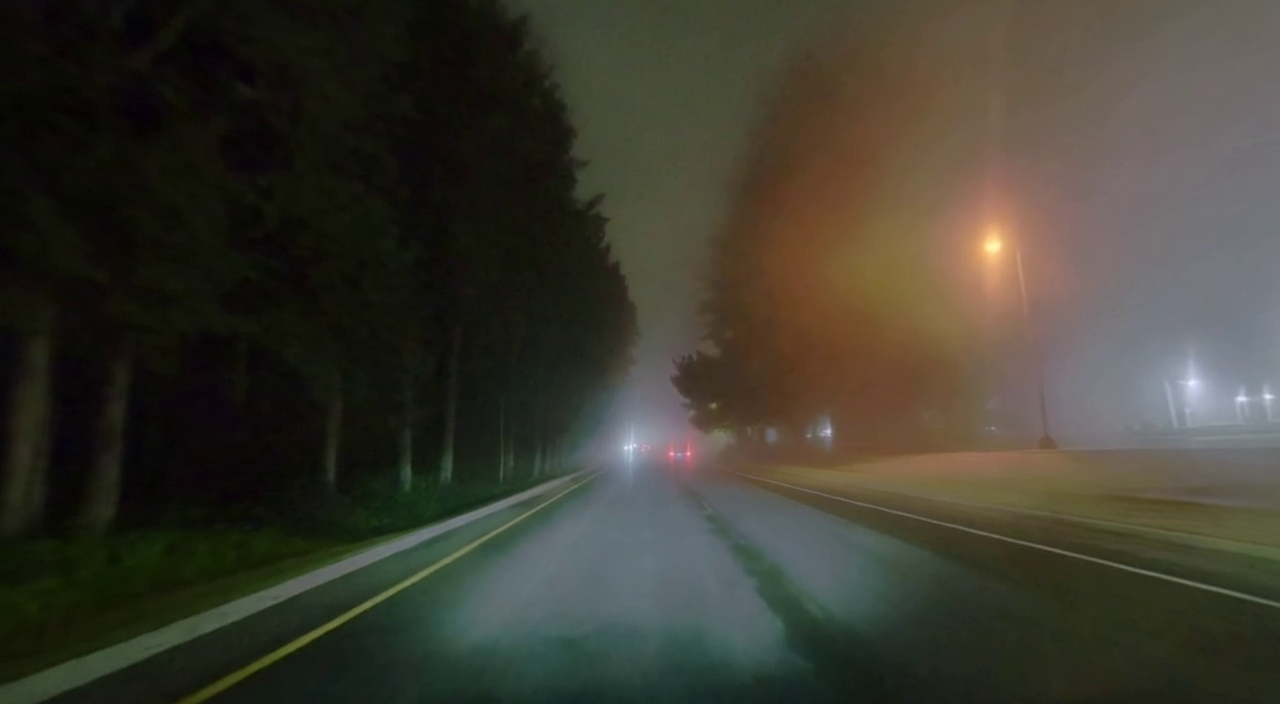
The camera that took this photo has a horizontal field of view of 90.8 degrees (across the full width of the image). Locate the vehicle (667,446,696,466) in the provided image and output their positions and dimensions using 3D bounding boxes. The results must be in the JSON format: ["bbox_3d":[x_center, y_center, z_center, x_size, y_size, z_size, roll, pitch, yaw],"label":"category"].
[{"bbox_3d":[3.199,8.100,49.547,1.925,1.488,4.271,0,-8,-1],"label":"vehicle"}]
